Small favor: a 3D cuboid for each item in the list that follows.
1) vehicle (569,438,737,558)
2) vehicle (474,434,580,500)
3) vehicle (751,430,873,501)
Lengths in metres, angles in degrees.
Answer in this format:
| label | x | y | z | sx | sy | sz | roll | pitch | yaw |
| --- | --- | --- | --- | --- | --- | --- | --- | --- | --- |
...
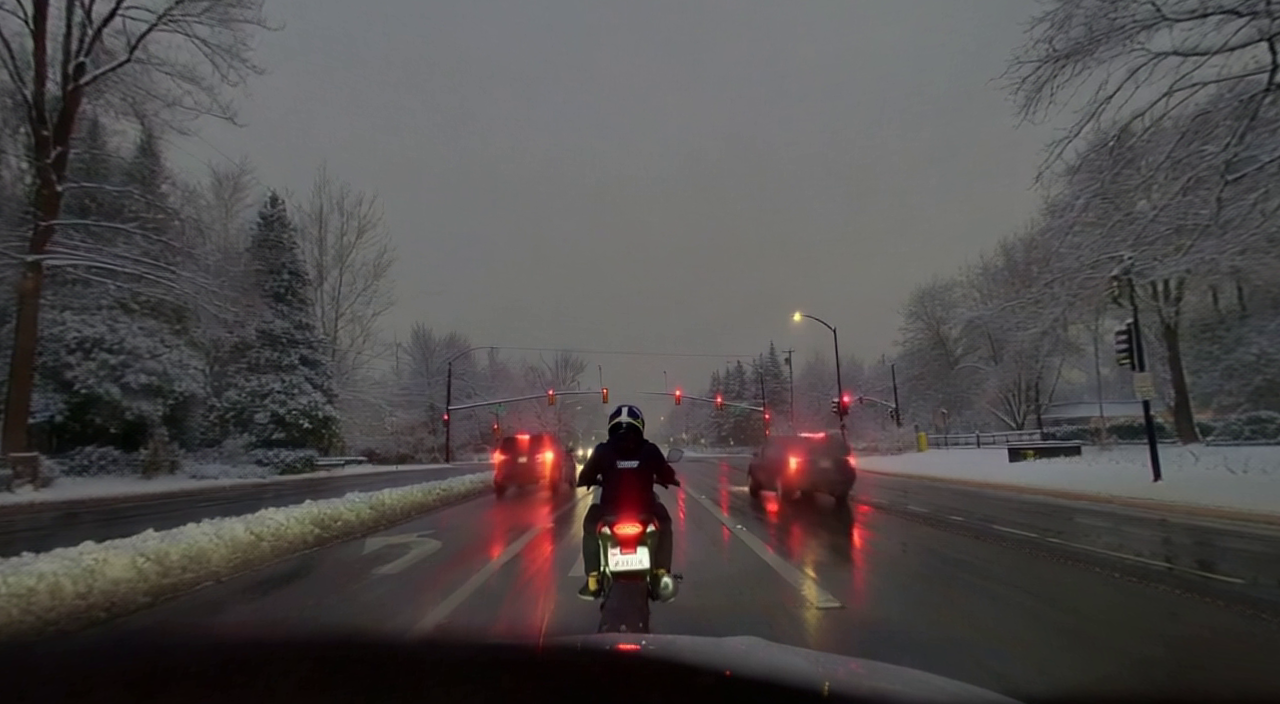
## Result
| label | x | y | z | sx | sy | sz | roll | pitch | yaw |
| --- | --- | --- | --- | --- | --- | --- | --- | --- | --- |
| vehicle | 0.137 | 2.143 | 10.121 | 2.093 | 1.450 | 4.437 | 0 | -8 | -1 |
| vehicle | -3.125 | 3.301 | 18.592 | 2.056 | 1.647 | 5.045 | -1 | -8 | 2 |
| vehicle | 4.446 | 2.996 | 17.110 | 2.075 | 1.661 | 4.229 | 0 | -8 | 0 |
